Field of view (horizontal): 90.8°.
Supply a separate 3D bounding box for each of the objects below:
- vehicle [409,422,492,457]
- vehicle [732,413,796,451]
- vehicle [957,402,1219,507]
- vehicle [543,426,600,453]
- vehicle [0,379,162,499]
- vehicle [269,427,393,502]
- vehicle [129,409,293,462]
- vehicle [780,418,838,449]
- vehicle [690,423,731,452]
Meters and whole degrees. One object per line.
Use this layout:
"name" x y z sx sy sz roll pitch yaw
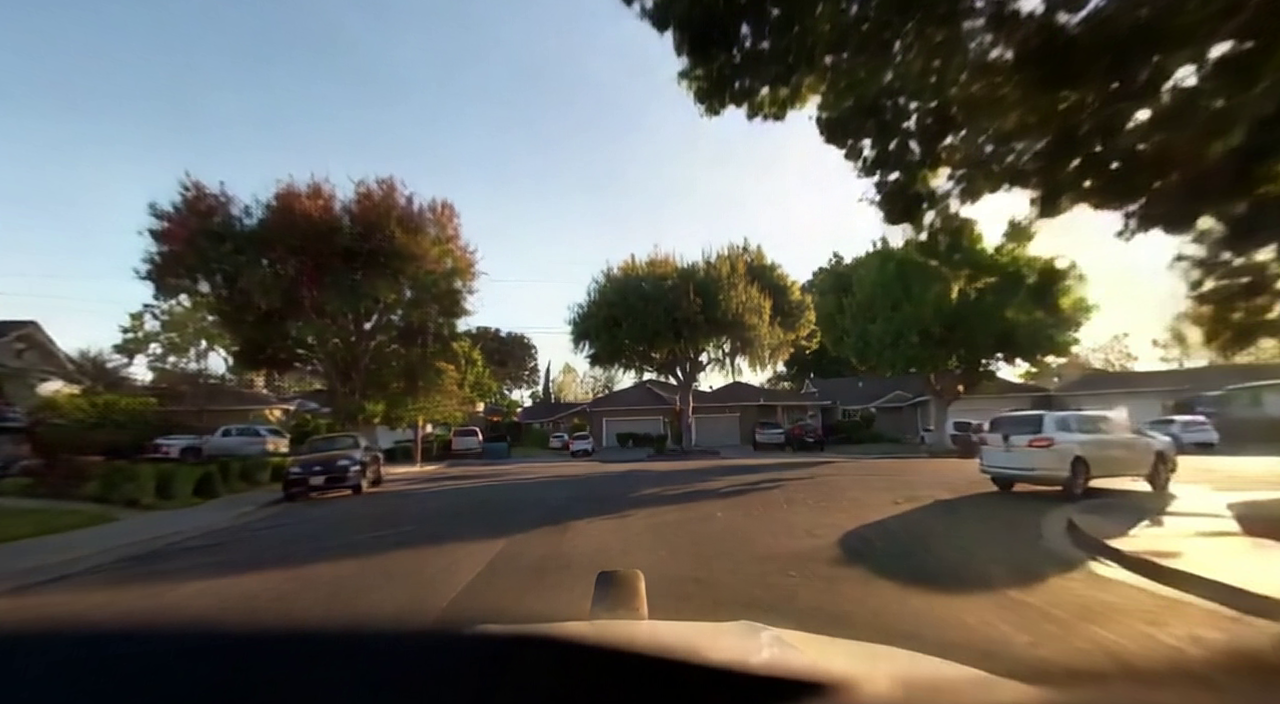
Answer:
"vehicle" -10.664 4.877 35.324 2.305 1.824 5.096 7 -10 -44
"vehicle" 6.997 4.603 36.317 2.455 2.018 5.271 -1 -7 -1
"vehicle" 9.126 1.996 12.870 4.863 1.784 2.109 3 -8 -26
"vehicle" -4.194 5.233 37.827 1.932 1.518 4.343 3 -8 -27
"vehicle" -11.851 1.513 10.911 5.143 1.832 2.461 0 -7 -2
"vehicle" -7.339 2.582 15.201 2.236 1.459 4.832 3 -8 -25
"vehicle" -14.996 2.938 22.227 4.400 1.717 2.067 -2 -7 7
"vehicle" 9.827 4.812 37.153 2.160 1.695 4.183 -1 -7 -1
"vehicle" 4.007 4.922 36.475 1.833 1.540 3.532 -1 -7 -2
